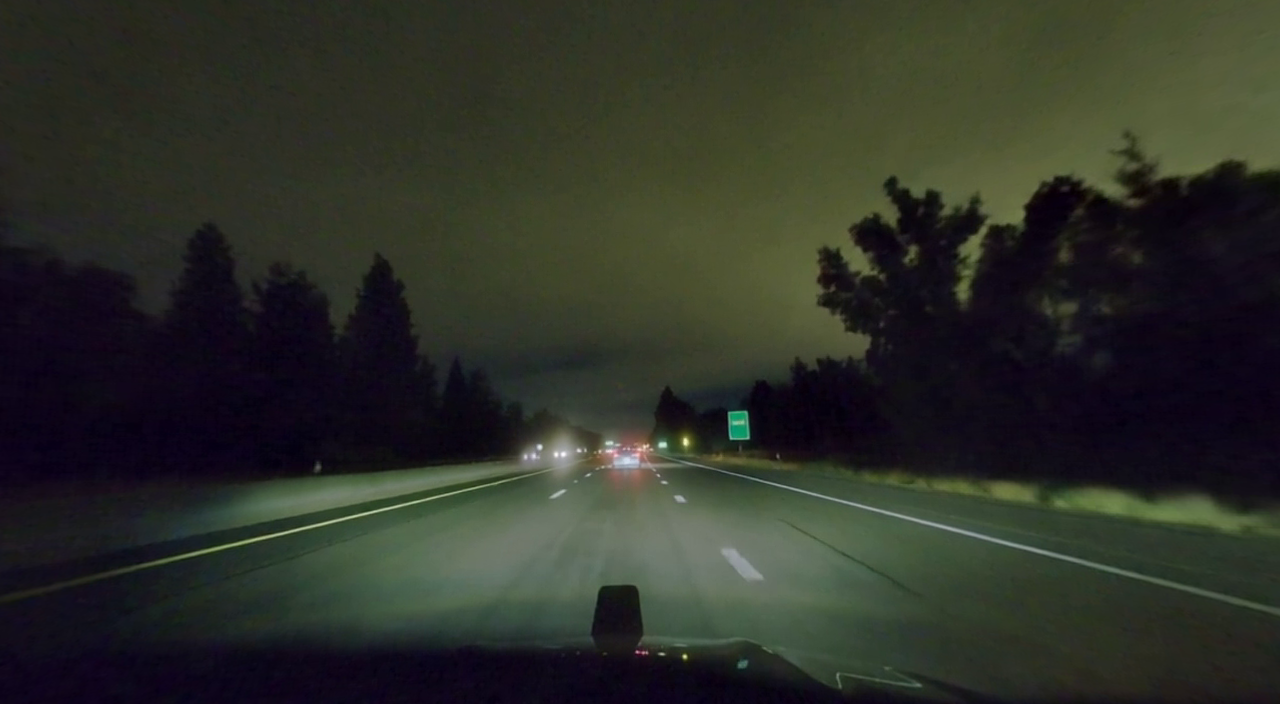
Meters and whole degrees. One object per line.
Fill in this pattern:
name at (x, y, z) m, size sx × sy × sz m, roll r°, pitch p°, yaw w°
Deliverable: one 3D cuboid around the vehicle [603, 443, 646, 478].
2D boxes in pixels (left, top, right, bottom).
vehicle at (-0.779, 5.863, 34.195) m, size 2.120 × 1.715 × 4.153 m, roll 0°, pitch -9°, yaw 1°
